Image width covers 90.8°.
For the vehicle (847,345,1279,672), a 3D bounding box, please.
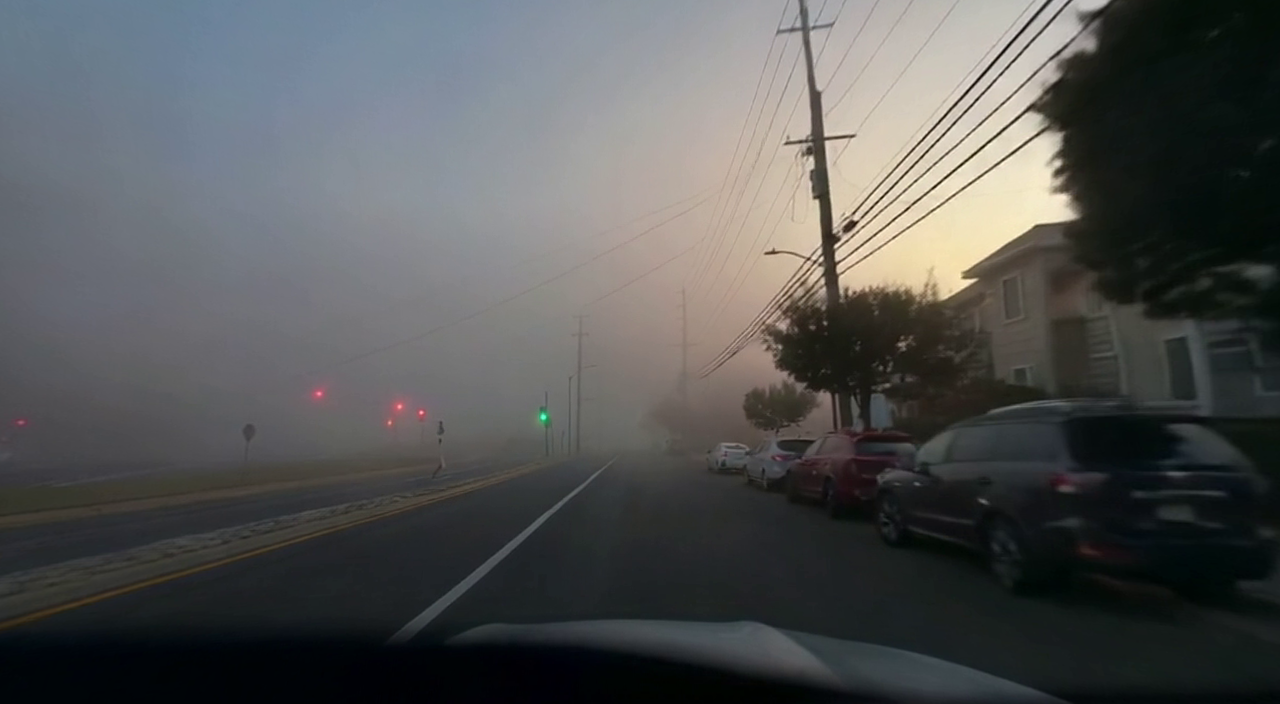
[{"bbox_3d":[4.016,1.279,6.319,2.056,1.941,4.955,0,-8,-2],"label":"vehicle"}]
